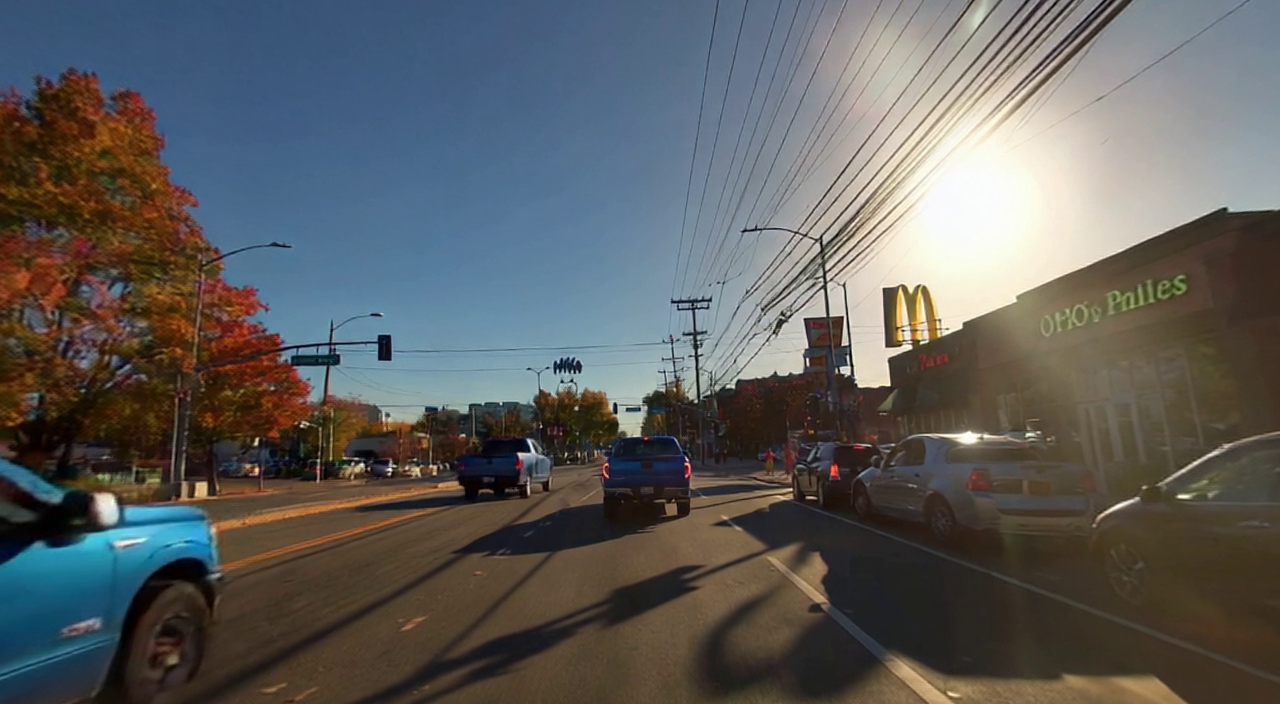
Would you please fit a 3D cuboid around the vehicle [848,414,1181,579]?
[{"bbox_3d":[4.926,1.960,9.421,2.007,1.786,4.870,0,-9,1],"label":"vehicle"}]

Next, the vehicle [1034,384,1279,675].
[{"bbox_3d":[4.921,1.093,3.867,2.014,1.755,4.520,0,-9,0],"label":"vehicle"}]

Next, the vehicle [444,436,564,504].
[{"bbox_3d":[-3.923,3.519,19.323,2.140,1.768,5.092,0,-9,5],"label":"vehicle"}]

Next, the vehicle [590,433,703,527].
[{"bbox_3d":[0.203,2.742,14.112,2.089,1.699,4.650,0,-9,2],"label":"vehicle"}]

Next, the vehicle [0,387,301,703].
[{"bbox_3d":[-3.209,0.809,1.550,1.995,1.554,4.618,0,-9,3],"label":"vehicle"}]
